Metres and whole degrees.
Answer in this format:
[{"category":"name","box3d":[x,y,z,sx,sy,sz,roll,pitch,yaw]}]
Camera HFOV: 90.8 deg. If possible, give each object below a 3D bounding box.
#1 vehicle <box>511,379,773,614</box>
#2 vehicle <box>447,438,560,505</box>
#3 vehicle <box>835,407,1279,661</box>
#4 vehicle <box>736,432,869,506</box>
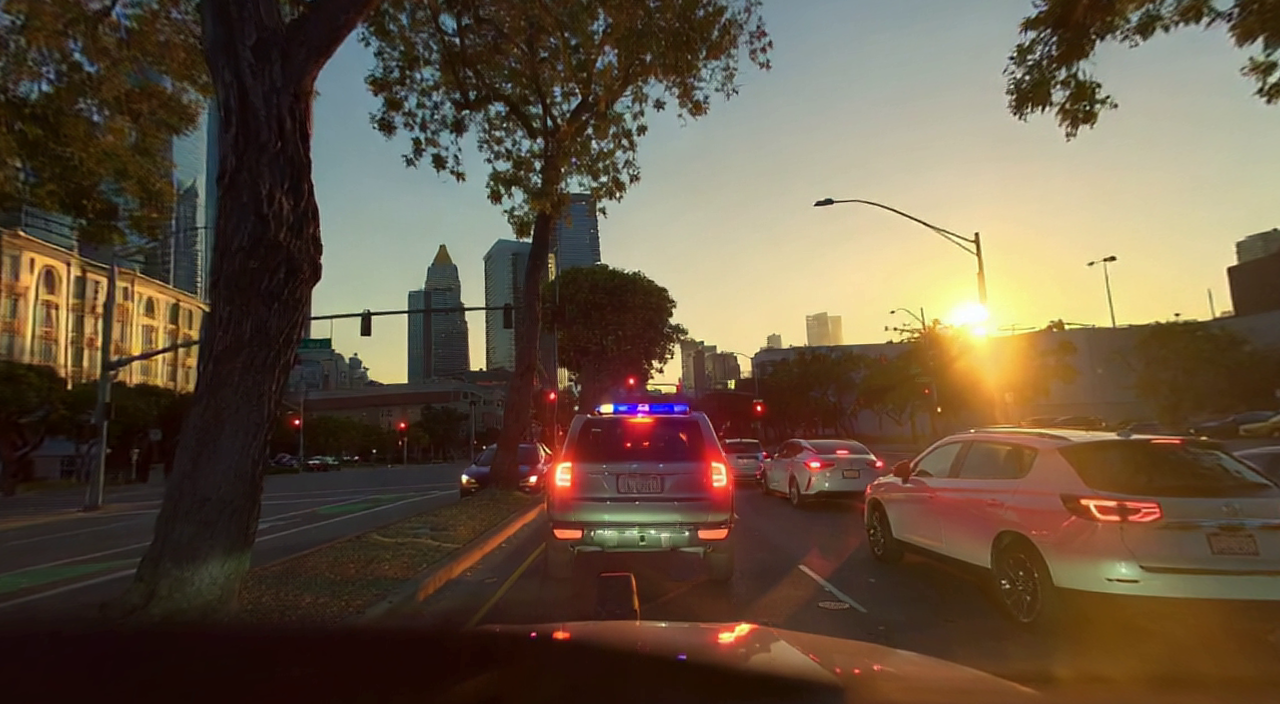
[{"category":"vehicle","box3d":[-0.035,1.454,7.269,2.038,1.819,4.505,0,-8,-1]},{"category":"vehicle","box3d":[-3.310,2.982,16.207,1.913,1.464,4.276,0,-8,0]},{"category":"vehicle","box3d":[3.638,1.407,6.066,1.995,1.483,4.533,0,-8,-1]},{"category":"vehicle","box3d":[3.639,2.704,15.049,1.940,1.474,4.234,0,-8,-1]}]
